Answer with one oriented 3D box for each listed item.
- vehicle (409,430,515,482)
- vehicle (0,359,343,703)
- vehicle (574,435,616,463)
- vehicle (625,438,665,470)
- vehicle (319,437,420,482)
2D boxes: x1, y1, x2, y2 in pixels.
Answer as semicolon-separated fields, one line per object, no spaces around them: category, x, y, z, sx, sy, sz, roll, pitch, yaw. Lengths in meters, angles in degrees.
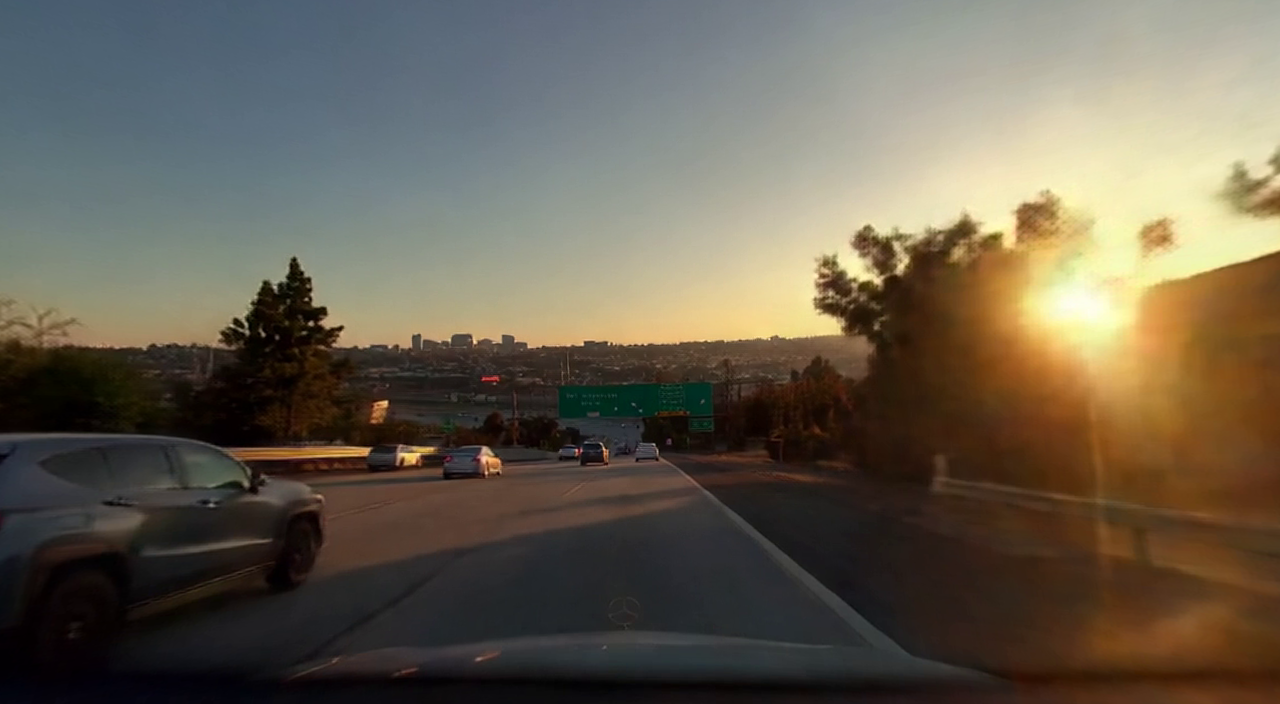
vehicle;-7.223;4.289;26.459;2.521;1.901;5.988;0;-8;2
vehicle;-4.138;1.041;3.954;2.136;1.718;4.873;0;-8;0
vehicle;-3.462;7.640;49.704;2.751;2.050;5.761;0;-8;2
vehicle;0.250;5.818;36.167;2.135;1.697;4.757;0;-8;0
vehicle;-11.400;4.538;27.030;2.187;1.726;4.634;0;-8;1
